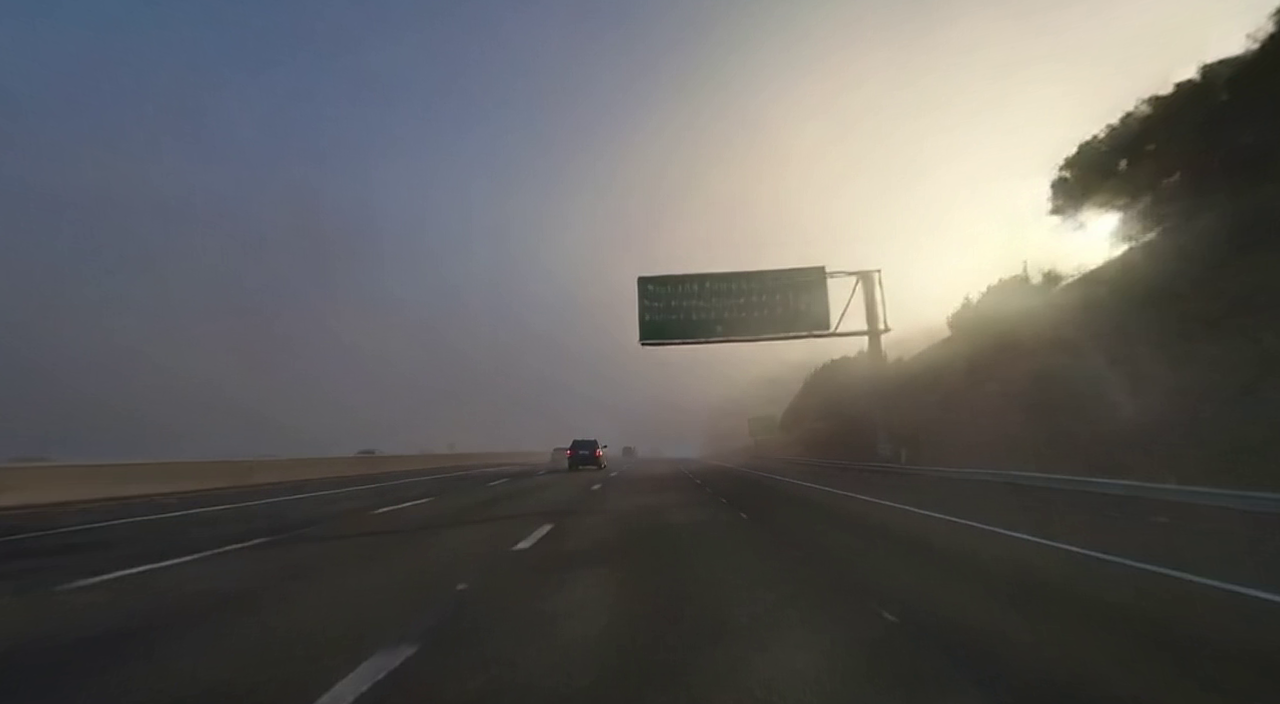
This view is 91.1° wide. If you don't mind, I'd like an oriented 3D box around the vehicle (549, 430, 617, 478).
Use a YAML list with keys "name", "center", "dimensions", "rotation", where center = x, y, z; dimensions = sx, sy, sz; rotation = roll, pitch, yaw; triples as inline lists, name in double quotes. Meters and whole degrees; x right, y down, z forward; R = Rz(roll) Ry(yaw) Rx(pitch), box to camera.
- name: "vehicle"
  center: [-2.429, 4.557, 28.294]
  dimensions: [2.413, 1.896, 5.218]
  rotation: [-1, -8, 2]
